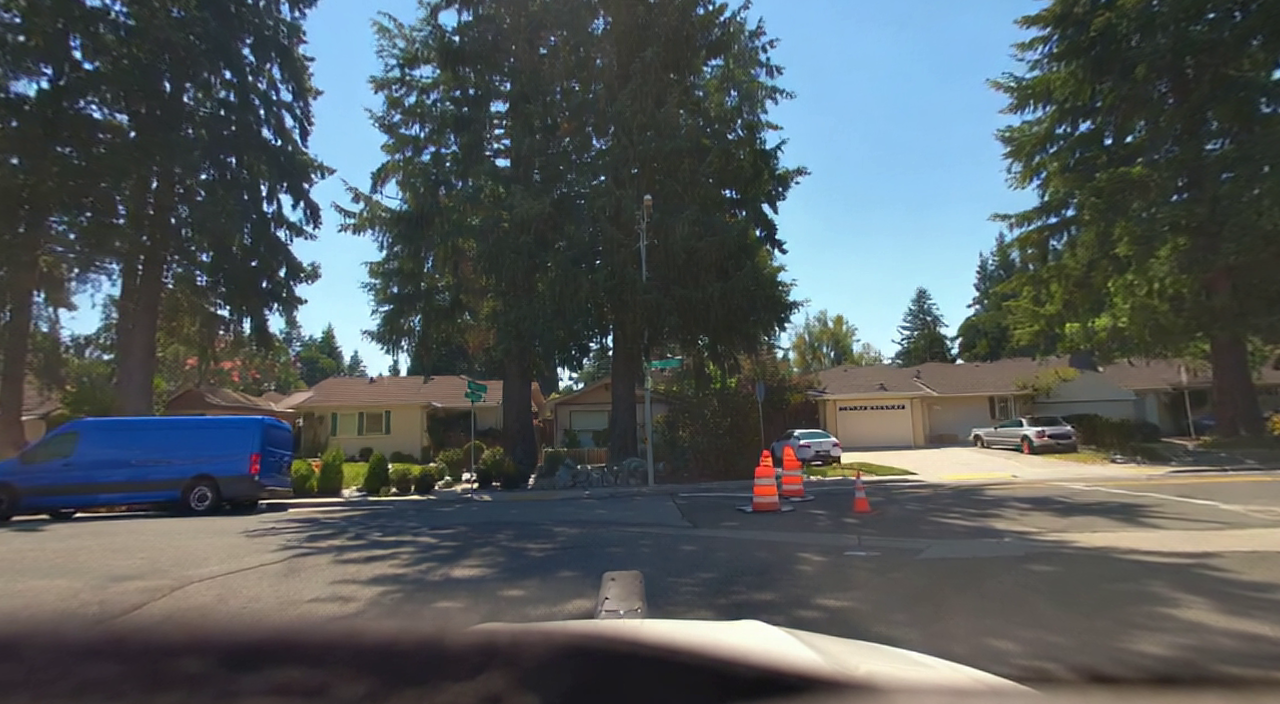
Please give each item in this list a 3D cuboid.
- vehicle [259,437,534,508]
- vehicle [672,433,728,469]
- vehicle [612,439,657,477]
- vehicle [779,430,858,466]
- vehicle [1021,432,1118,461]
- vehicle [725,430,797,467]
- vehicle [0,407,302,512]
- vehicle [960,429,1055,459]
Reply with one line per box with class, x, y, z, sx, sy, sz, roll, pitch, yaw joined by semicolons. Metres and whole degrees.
vehicle;-6.505;3.332;17.890;6.643;1.777;2.925;1;-8;-4
vehicle;2.600;4.422;28.375;1.745;1.461;4.074;1;-8;-6
vehicle;-0.303;4.644;27.949;1.648;1.430;3.654;4;-9;-4
vehicle;8.054;4.380;28.947;1.893;1.529;4.422;1;-8;-7
vehicle;22.767;5.015;33.574;3.863;1.453;1.826;1;-8;-5
vehicle;5.340;4.345;28.508;2.007;1.555;4.204;1;-8;-7
vehicle;-14.089;2.999;17.442;7.824;2.323;2.863;-3;-10;-2
vehicle;24.124;6.034;41.526;4.984;1.912;2.132;1;-8;-6
